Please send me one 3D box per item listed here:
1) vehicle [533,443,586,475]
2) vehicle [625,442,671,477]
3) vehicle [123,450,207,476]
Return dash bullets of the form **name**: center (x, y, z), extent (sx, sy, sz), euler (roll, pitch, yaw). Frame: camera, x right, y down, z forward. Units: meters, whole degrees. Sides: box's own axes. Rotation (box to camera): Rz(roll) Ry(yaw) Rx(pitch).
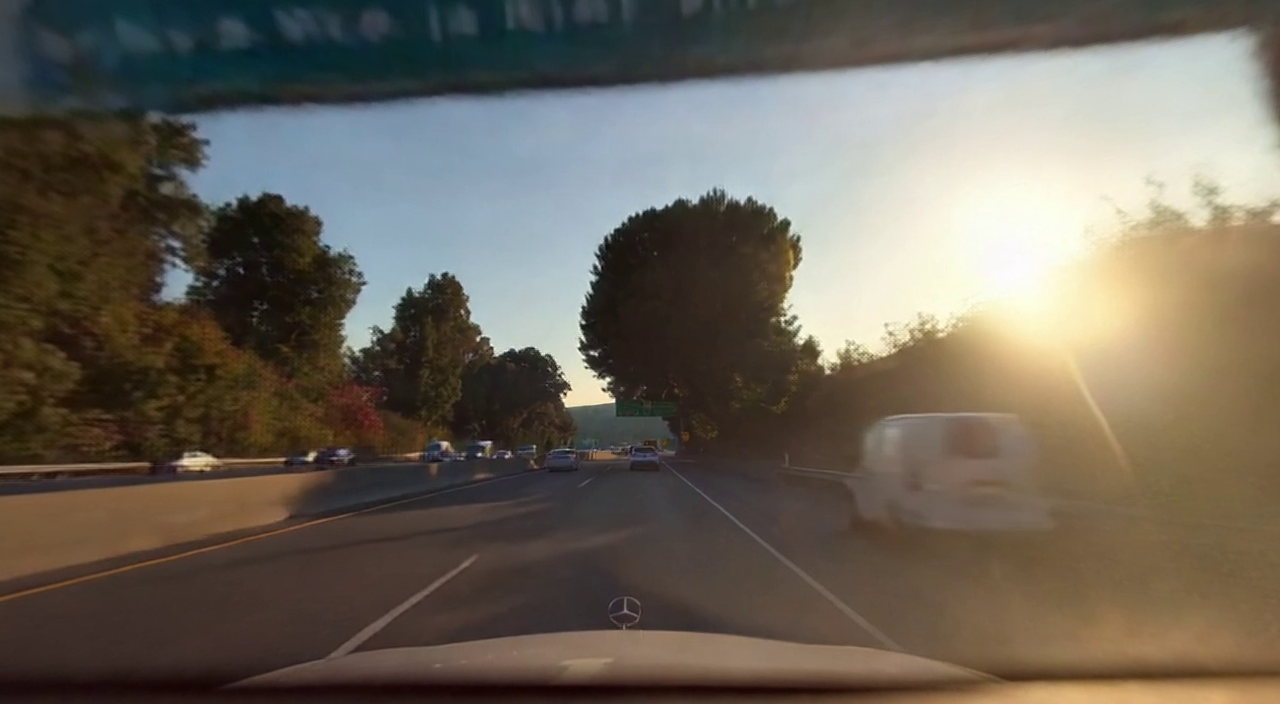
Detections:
- **vehicle**: center (-4.026, 5.449, 32.258), extent (2.081, 1.534, 4.543), euler (0, -9, 1)
- **vehicle**: center (0.360, 4.874, 28.696), extent (1.960, 1.456, 3.818), euler (0, -9, 1)
- **vehicle**: center (-29.403, 6.859, 39.194), extent (1.908, 1.496, 4.403), euler (0, -9, -2)
